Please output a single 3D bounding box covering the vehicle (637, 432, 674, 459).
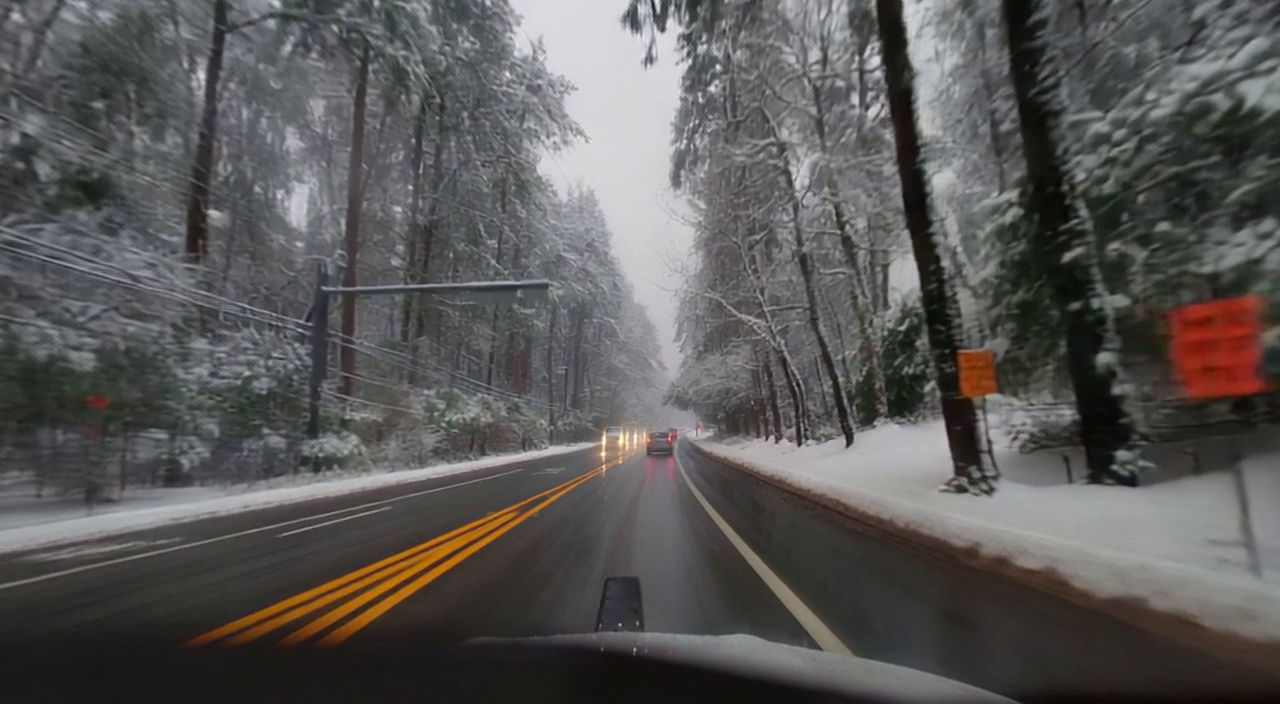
[{"bbox_3d":[0.942,5.482,37.069,2.067,1.486,3.861,-1,-9,3],"label":"vehicle"}]
